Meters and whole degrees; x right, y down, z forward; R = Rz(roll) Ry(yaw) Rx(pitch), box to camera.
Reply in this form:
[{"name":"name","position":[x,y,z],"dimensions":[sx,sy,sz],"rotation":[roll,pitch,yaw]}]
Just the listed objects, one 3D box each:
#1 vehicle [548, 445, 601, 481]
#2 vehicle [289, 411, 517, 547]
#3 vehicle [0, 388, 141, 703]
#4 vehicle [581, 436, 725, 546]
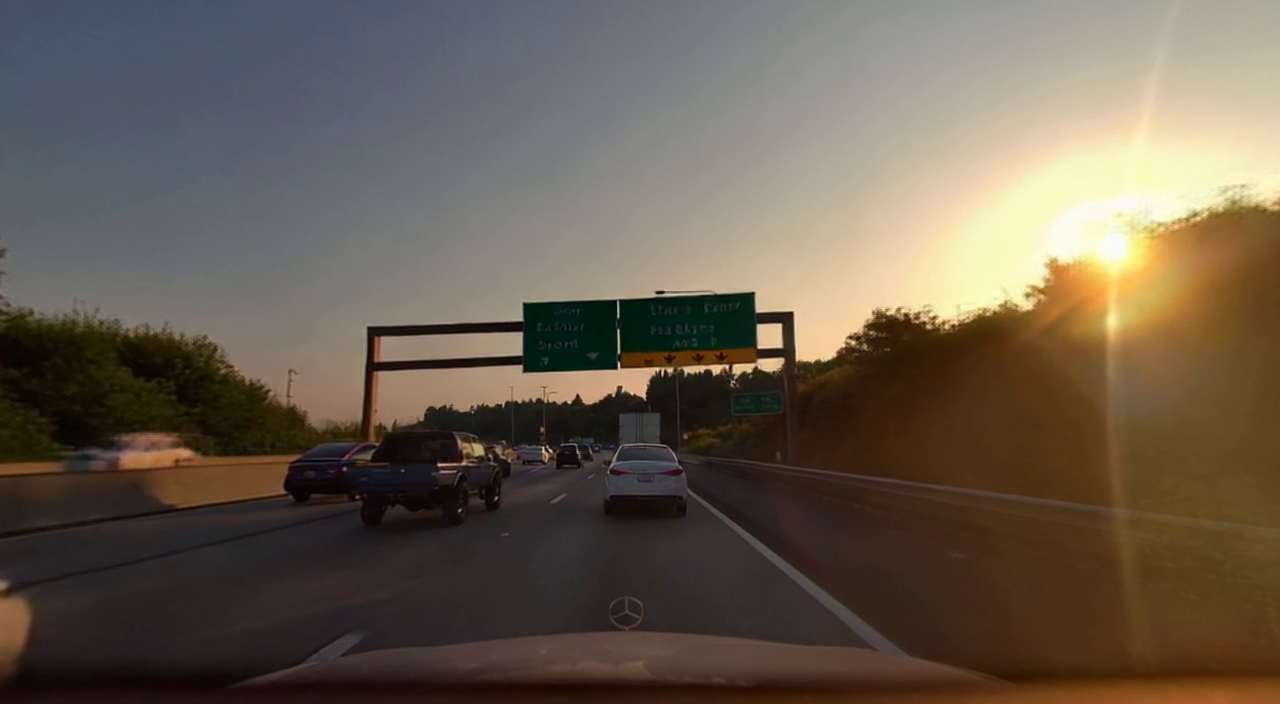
[{"name":"vehicle","position":[-2.873,4.979,28.451],"dimensions":[1.998,1.466,3.684],"rotation":[0,-9,0]},{"name":"vehicle","position":[-3.686,2.093,10.972],"dimensions":[2.051,1.829,4.736],"rotation":[0,-9,1]},{"name":"vehicle","position":[-3.414,0.645,0.779],"dimensions":[1.980,1.491,4.340],"rotation":[0,-9,1]},{"name":"vehicle","position":[0.170,2.206,10.529],"dimensions":[1.995,1.495,3.380],"rotation":[0,-9,0]}]
